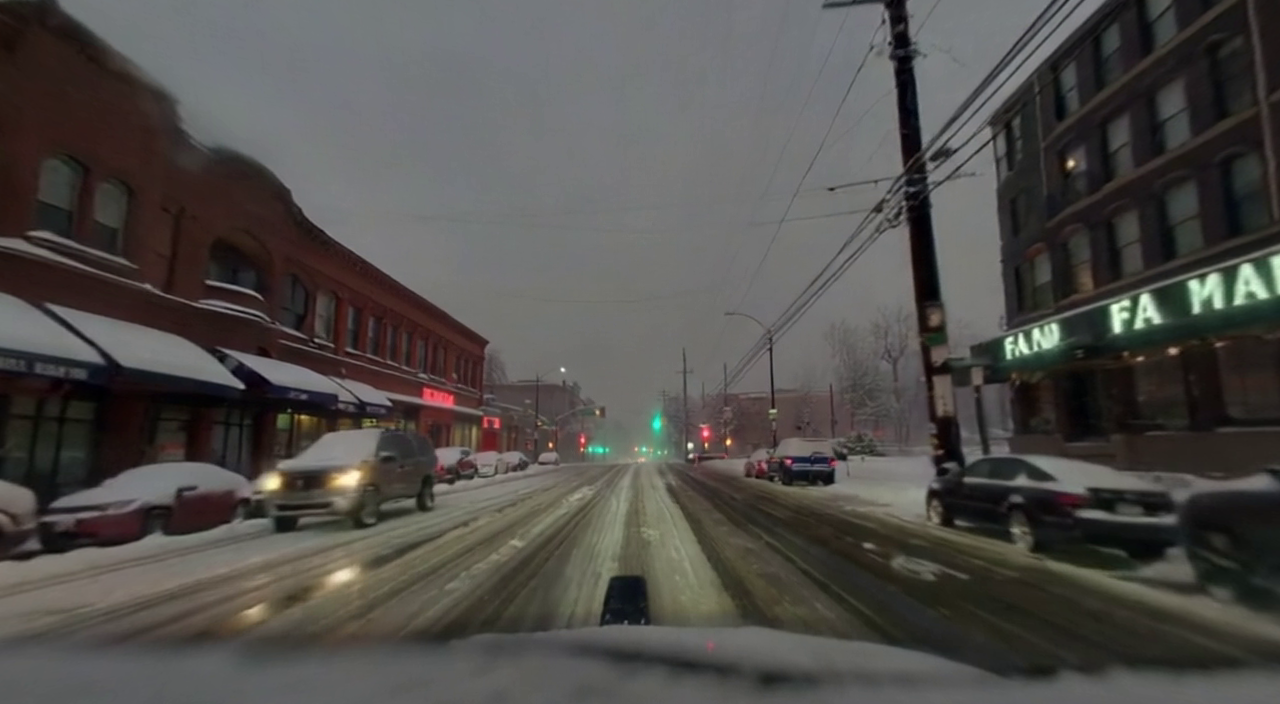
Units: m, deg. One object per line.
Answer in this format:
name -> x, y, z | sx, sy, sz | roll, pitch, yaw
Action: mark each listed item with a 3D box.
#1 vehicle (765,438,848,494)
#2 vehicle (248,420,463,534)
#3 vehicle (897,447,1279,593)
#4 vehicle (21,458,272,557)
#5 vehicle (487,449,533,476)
vehicle -> 6.081, 4.190, 23.605 | 1.922, 1.871, 4.477 | 0, -8, 1
vehicle -> -5.672, 2.556, 13.572 | 2.203, 1.937, 5.133 | 0, -9, 0
vehicle -> 5.683, 2.079, 8.868 | 2.032, 1.466, 4.660 | 0, -9, -2
vehicle -> -9.032, 2.858, 12.020 | 1.783, 1.512, 3.678 | -1, -11, -1
vehicle -> -8.550, 7.312, 41.873 | 1.961, 1.627, 4.634 | 0, -8, 2
